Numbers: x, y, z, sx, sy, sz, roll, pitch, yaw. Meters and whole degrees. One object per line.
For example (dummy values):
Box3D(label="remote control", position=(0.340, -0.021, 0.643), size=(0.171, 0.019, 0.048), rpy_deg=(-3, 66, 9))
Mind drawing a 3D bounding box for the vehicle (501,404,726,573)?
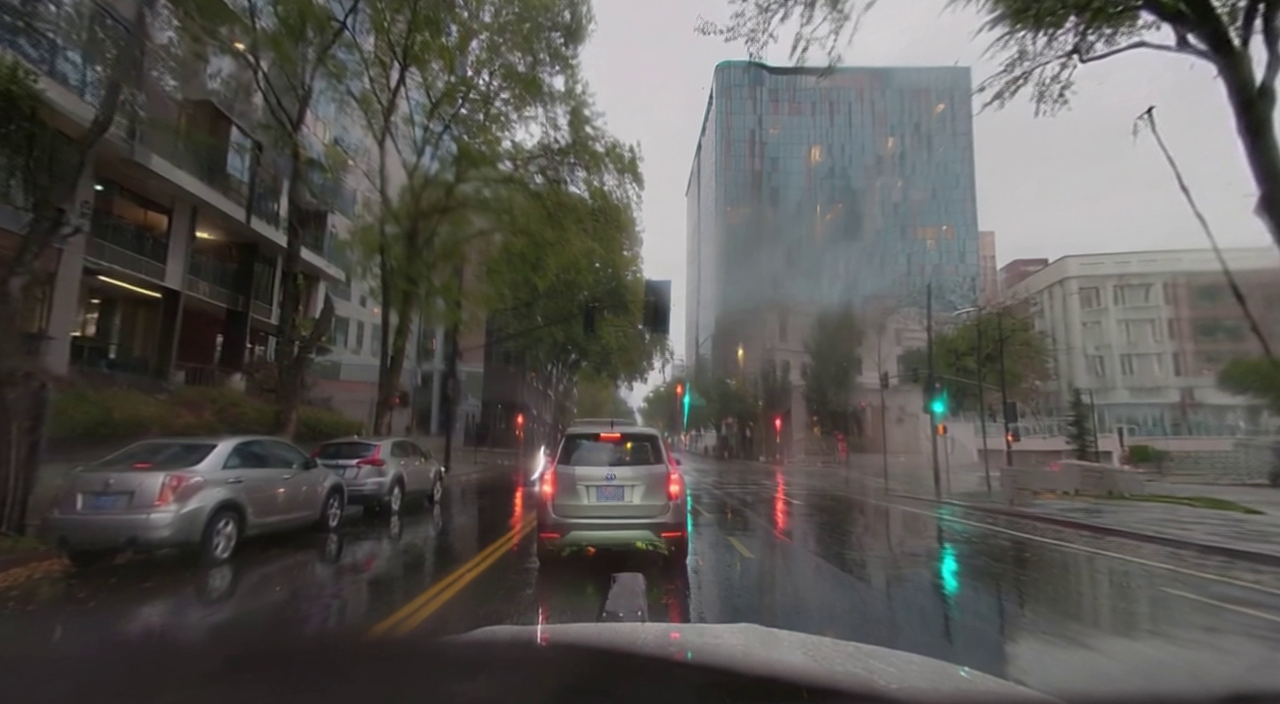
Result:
Box3D(label="vehicle", position=(-0.249, 1.671, 8.397), size=(2.258, 1.687, 3.934), rpy_deg=(0, -9, 1))

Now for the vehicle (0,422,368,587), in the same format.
Box3D(label="vehicle", position=(-5.760, 1.918, 8.860), size=(1.904, 1.684, 4.529), rpy_deg=(0, -9, -1))
